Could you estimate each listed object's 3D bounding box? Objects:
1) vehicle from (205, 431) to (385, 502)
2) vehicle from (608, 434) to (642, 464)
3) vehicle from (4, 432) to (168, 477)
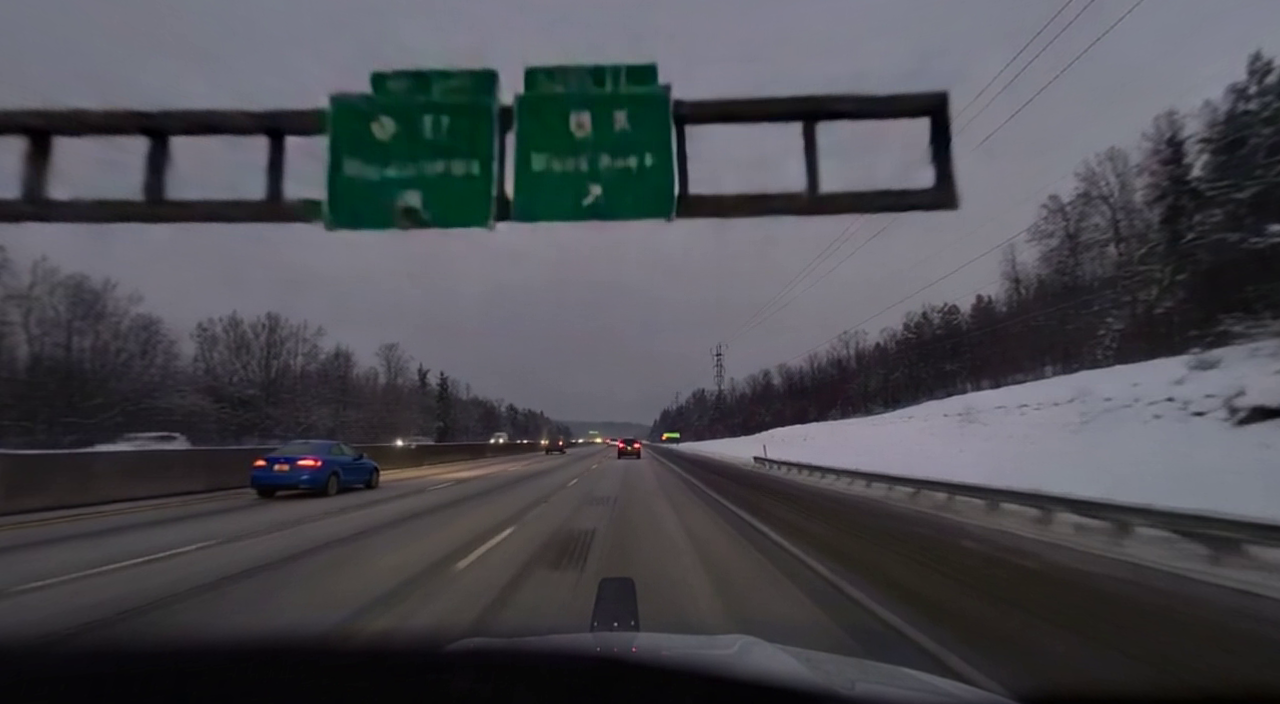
[{"bbox_3d":[-8.230,2.750,15.584,2.047,1.486,4.306,0,-8,0],"label":"vehicle"},{"bbox_3d":[-0.925,6.033,39.264,2.040,1.715,3.906,0,-8,-1],"label":"vehicle"},{"bbox_3d":[-20.025,3.715,23.087,1.892,1.454,4.599,0,-8,-1],"label":"vehicle"}]
